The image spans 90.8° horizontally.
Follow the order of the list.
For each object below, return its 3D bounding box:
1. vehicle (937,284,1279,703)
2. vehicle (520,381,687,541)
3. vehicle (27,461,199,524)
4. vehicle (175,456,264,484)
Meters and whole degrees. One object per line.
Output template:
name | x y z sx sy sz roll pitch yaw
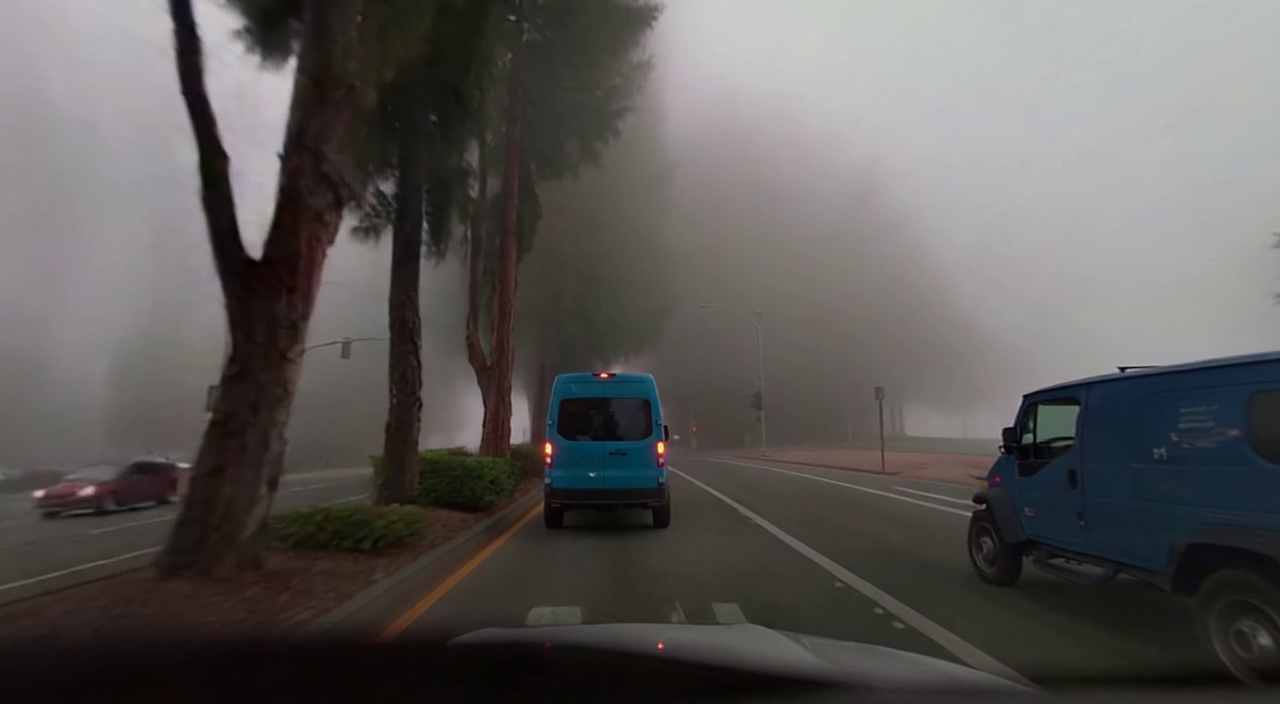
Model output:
vehicle | 3.682 0.806 3.612 1.988 1.873 3.968 0 -9 0
vehicle | -0.422 1.719 10.357 2.145 2.046 4.309 0 -9 1
vehicle | -15.121 3.994 18.503 1.833 1.504 4.141 1 -9 -8
vehicle | -28.664 8.029 43.126 4.857 1.729 2.029 -1 -9 9
